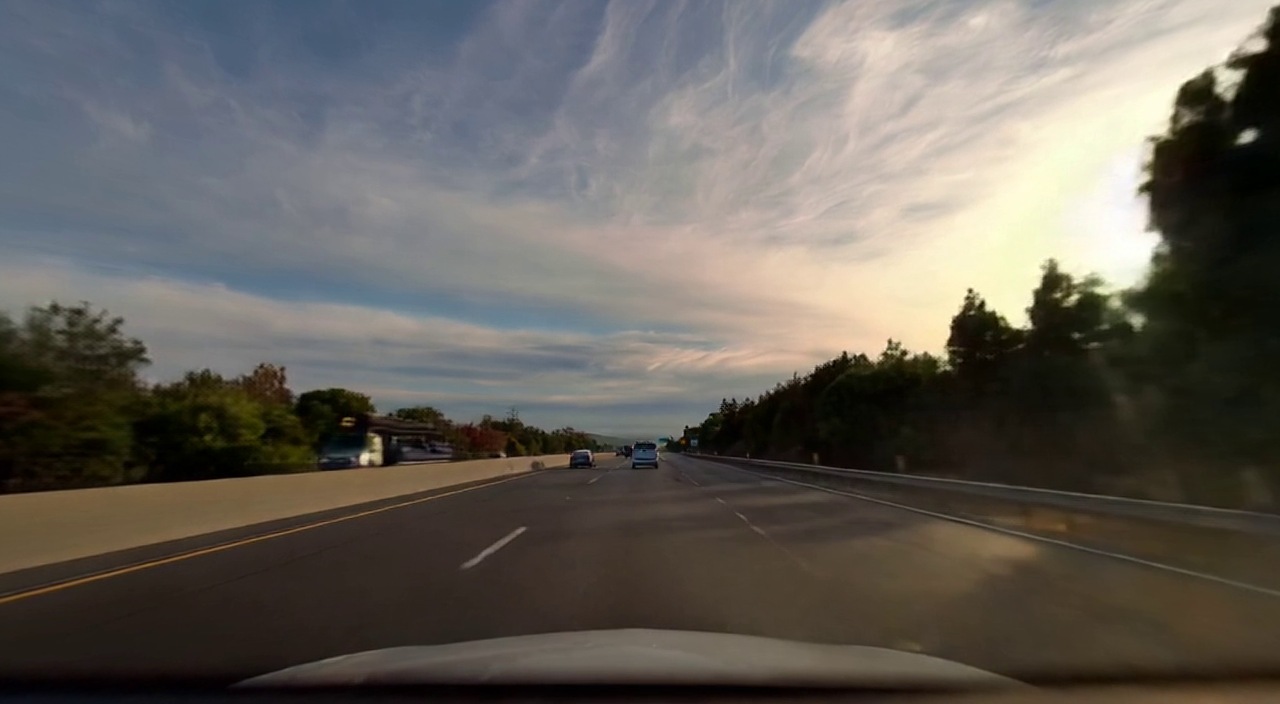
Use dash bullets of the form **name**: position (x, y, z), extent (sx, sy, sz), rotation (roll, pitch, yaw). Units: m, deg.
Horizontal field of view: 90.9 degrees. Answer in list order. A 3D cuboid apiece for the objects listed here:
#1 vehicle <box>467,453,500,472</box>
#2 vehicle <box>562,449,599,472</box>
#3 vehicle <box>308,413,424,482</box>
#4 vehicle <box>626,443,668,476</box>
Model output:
- **vehicle**: position (-12.290, 8.716, 49.698), extent (1.676, 1.396, 3.459), rotation (0, -9, 1)
- **vehicle**: position (-3.842, 7.116, 41.506), extent (1.998, 1.460, 4.422), rotation (0, -9, 0)
- **vehicle**: position (-17.031, 6.094, 40.164), extent (2.953, 3.833, 9.571), rotation (0, -9, 0)
- **vehicle**: position (0.351, 5.790, 34.053), extent (2.172, 1.687, 3.929), rotation (0, -9, 0)
